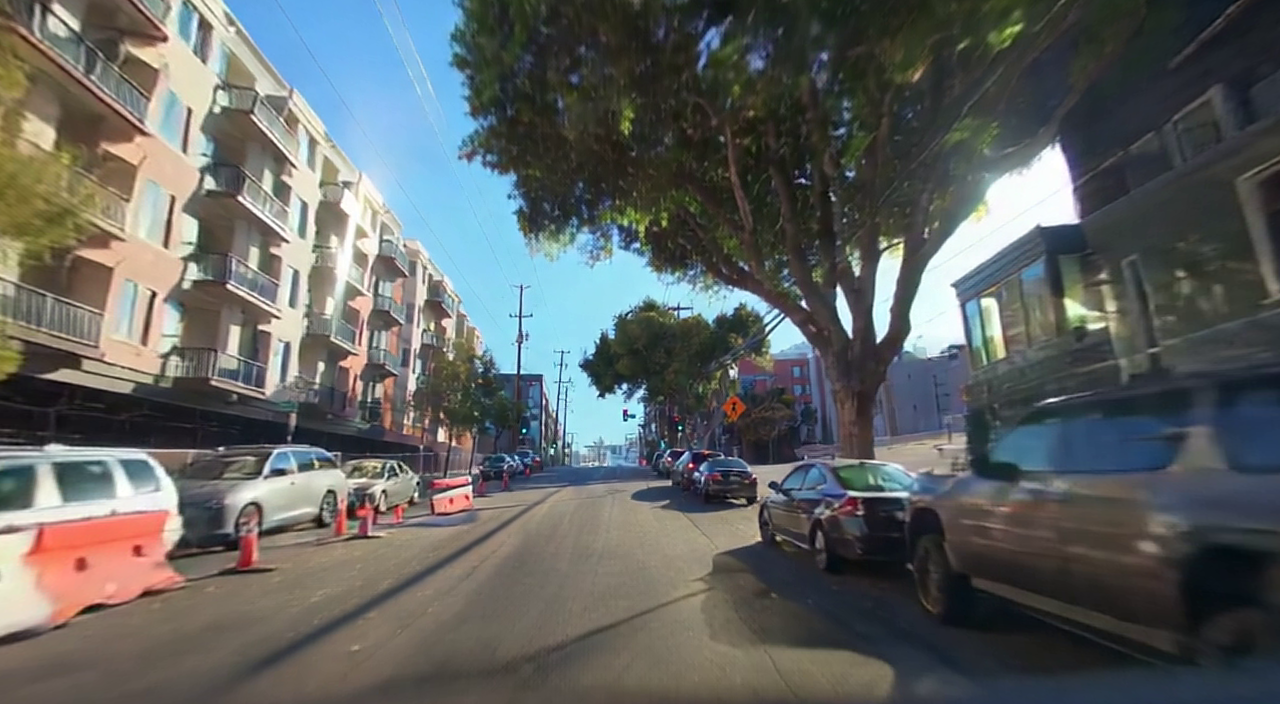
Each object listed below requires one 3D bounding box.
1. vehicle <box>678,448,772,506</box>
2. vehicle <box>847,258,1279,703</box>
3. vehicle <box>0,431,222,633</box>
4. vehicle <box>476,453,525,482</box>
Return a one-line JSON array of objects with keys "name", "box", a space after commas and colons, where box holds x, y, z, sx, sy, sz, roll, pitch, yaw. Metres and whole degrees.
[{"name": "vehicle", "box": [2.435, 3.726, 19.375, 2.010, 1.499, 4.754, 1, -9, -3]}, {"name": "vehicle", "box": [3.144, 1.007, 3.797, 1.994, 1.857, 4.393, 2, -14, -4]}, {"name": "vehicle", "box": [-6.460, 1.635, 6.058, 1.971, 1.697, 4.450, 1, -9, -3]}, {"name": "vehicle", "box": [-7.543, 6.278, 34.579, 1.968, 1.450, 4.271, 1, -9, -3]}]
